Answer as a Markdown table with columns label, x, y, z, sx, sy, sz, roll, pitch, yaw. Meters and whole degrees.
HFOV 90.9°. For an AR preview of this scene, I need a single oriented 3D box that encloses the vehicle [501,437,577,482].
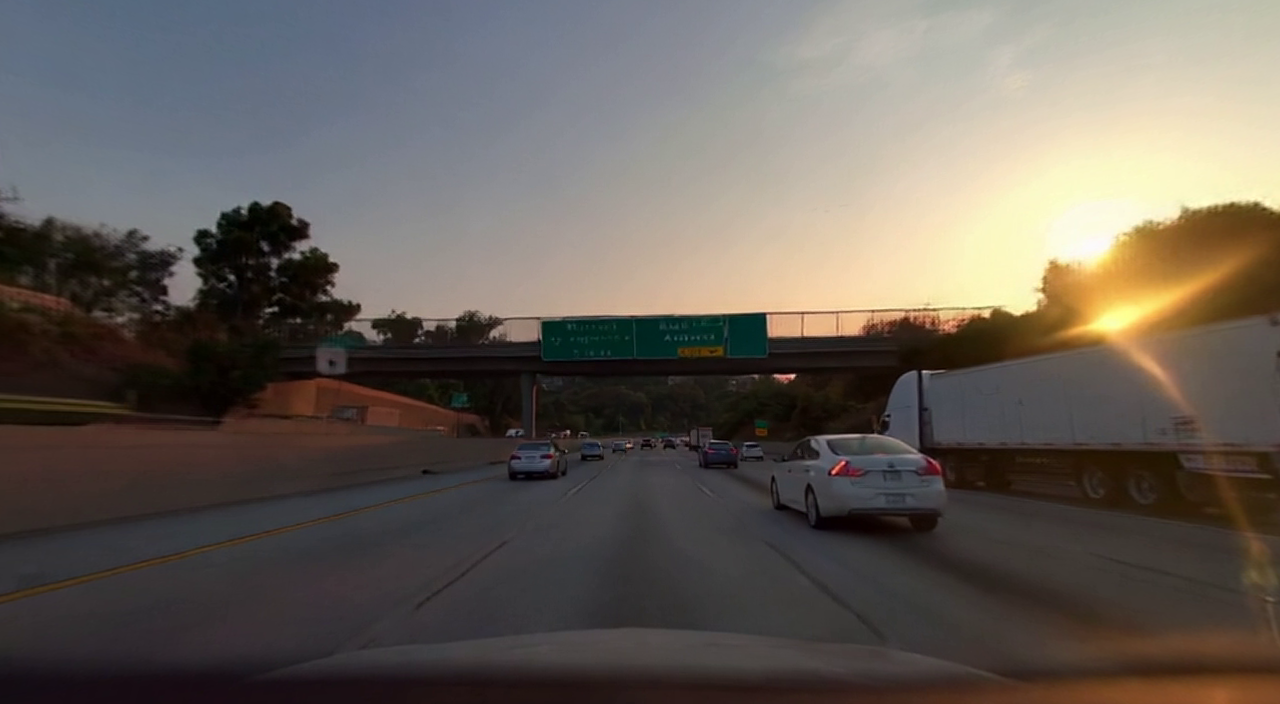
| label | x | y | z | sx | sy | sz | roll | pitch | yaw |
| --- | --- | --- | --- | --- | --- | --- | --- | --- | --- |
| vehicle | -3.558 | 3.867 | 22.963 | 1.978 | 1.473 | 4.073 | 0 | -8 | 2 |

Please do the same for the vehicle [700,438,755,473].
| label | x | y | z | sx | sy | sz | roll | pitch | yaw |
| --- | --- | --- | --- | --- | --- | --- | --- | --- | --- |
| vehicle | 3.995 | 4.816 | 29.491 | 1.953 | 1.480 | 4.053 | 0 | -8 | -1 |

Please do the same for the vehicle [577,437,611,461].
| label | x | y | z | sx | sy | sz | roll | pitch | yaw |
| --- | --- | --- | --- | --- | --- | --- | --- | --- | --- |
| vehicle | -3.256 | 6.961 | 45.451 | 2.020 | 1.628 | 4.248 | 0 | -8 | 2 |

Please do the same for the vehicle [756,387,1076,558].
| label | x | y | z | sx | sy | sz | roll | pitch | yaw |
| --- | --- | --- | --- | --- | --- | --- | --- | --- | --- |
| vehicle | 3.646 | 1.777 | 9.997 | 2.517 | 1.935 | 5.552 | 0 | -9 | 0 |
